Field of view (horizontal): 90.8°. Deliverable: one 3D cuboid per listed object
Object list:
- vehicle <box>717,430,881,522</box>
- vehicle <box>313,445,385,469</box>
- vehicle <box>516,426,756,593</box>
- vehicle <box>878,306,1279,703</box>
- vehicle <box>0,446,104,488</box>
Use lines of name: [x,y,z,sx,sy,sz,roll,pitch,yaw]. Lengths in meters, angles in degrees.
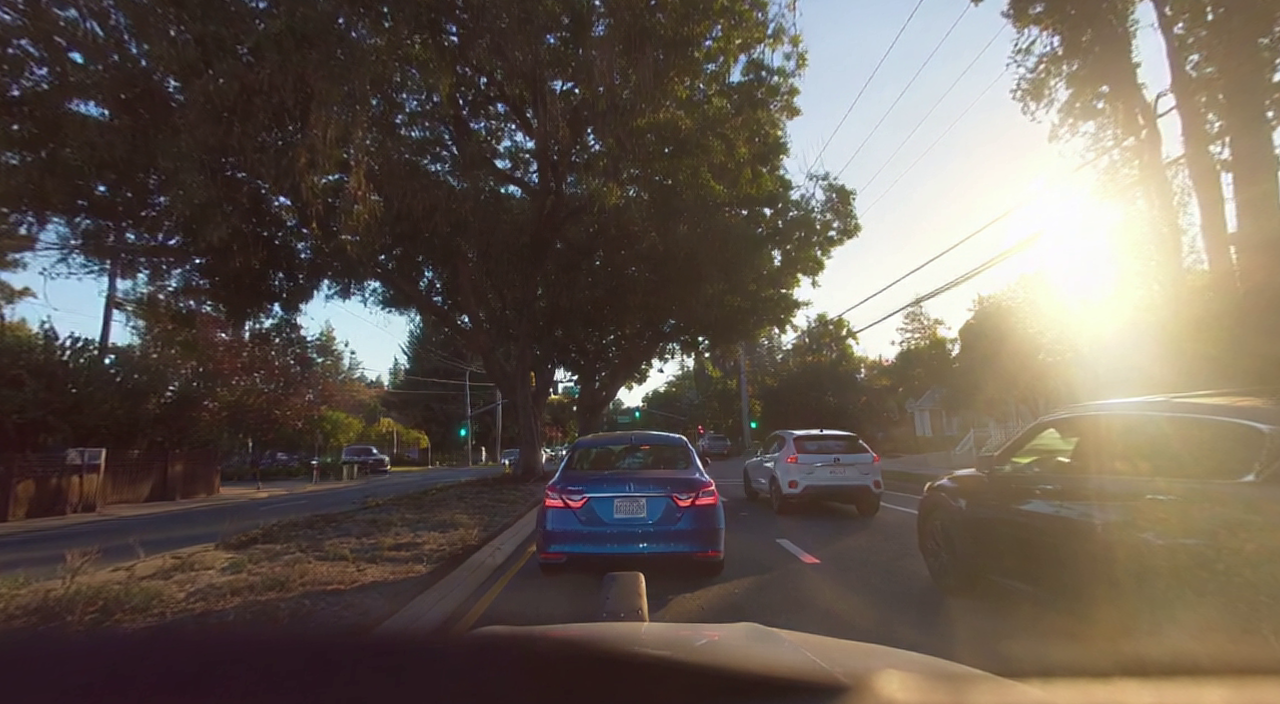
vehicle: [2.956,2.422,12.928,1.971,1.517,4.521,0,-8,-3]
vehicle: [-19.891,7.189,43.338,3.957,1.630,1.881,0,-8,0]
vehicle: [-0.084,1.742,7.897,2.186,1.500,4.141,0,-8,-1]
vehicle: [3.361,0.955,3.928,2.006,1.766,4.345,0,-8,0]
vehicle: [-22.532,4.210,23.273,4.092,1.438,1.639,-1,-8,1]
